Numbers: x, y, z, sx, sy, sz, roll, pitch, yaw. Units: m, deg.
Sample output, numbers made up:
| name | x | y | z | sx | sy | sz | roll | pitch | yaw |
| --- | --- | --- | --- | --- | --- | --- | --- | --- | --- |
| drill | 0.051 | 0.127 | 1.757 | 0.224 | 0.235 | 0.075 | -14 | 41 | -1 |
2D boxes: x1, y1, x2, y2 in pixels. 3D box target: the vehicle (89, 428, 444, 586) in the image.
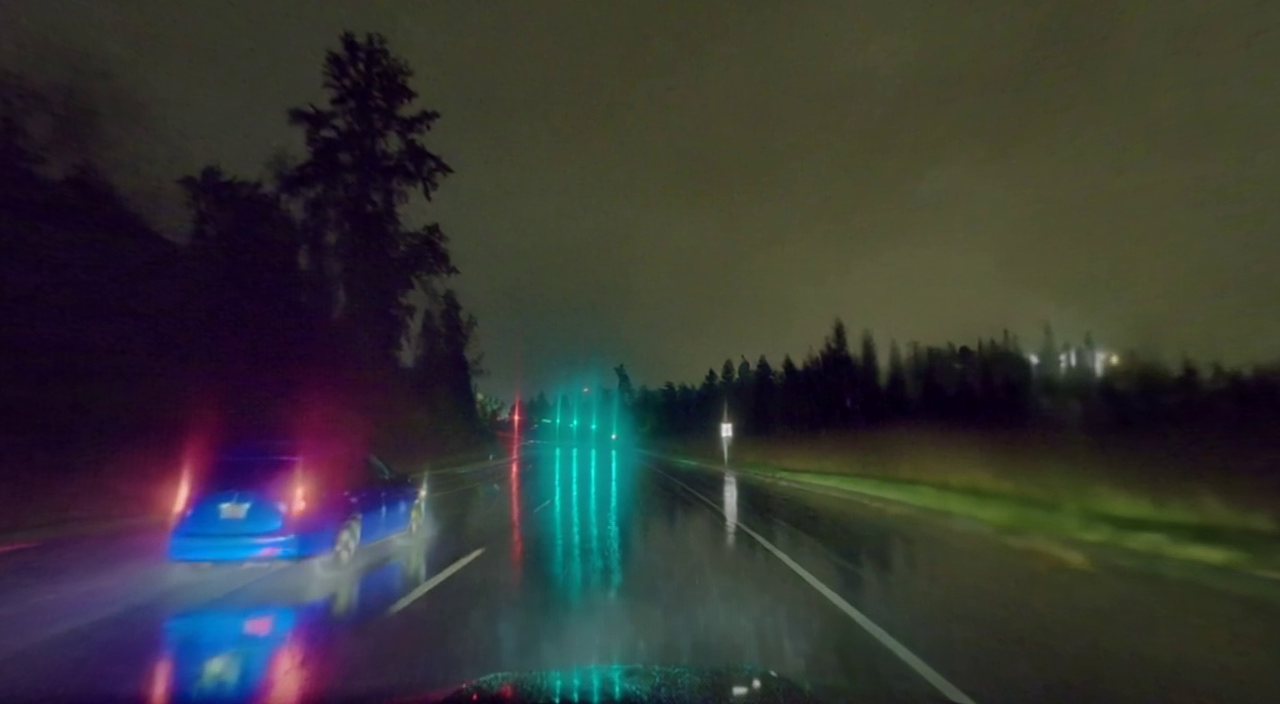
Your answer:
| name | x | y | z | sx | sy | sz | roll | pitch | yaw |
| --- | --- | --- | --- | --- | --- | --- | --- | --- | --- |
| vehicle | -4.319 | 1.833 | 8.387 | 1.968 | 1.503 | 4.443 | 0 | -8 | 0 |
